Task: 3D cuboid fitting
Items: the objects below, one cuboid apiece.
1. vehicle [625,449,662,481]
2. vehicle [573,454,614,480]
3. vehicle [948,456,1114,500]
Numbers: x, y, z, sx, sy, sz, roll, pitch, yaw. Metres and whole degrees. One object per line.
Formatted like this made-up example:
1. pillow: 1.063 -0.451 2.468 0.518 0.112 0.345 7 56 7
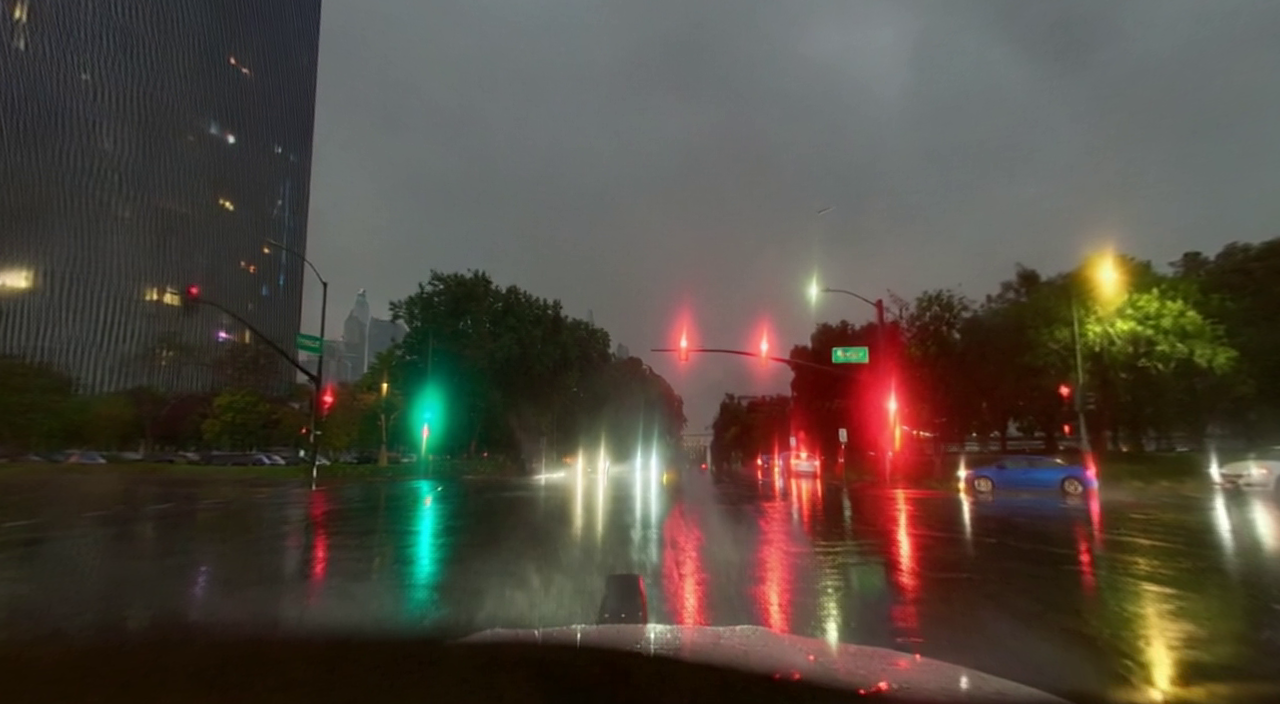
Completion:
1. vehicle: 0.250 6.606 37.016 2.018 1.699 4.751 0 -9 1
2. vehicle: -2.886 7.236 39.763 2.068 1.486 4.664 0 -9 2
3. vehicle: 14.643 4.736 23.852 4.896 1.503 1.971 -3 -9 15
